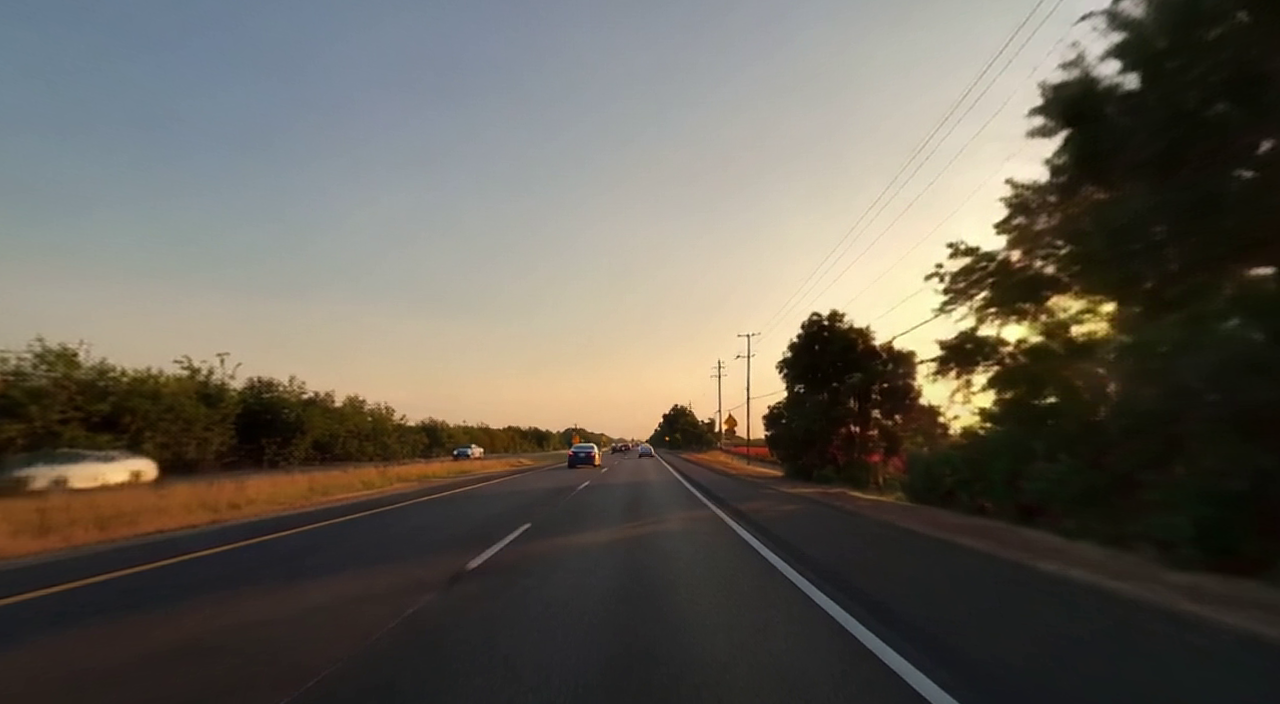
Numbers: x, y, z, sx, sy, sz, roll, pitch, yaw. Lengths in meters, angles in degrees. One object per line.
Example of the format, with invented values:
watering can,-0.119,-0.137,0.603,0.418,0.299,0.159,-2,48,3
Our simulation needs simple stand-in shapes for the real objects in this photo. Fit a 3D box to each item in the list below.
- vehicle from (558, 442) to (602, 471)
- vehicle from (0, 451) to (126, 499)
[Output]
vehicle,-3.519,6.276,37.878,2.120,1.597,4.810,0,-9,0
vehicle,-21.246,4.339,22.613,1.820,1.517,4.376,0,-9,0
